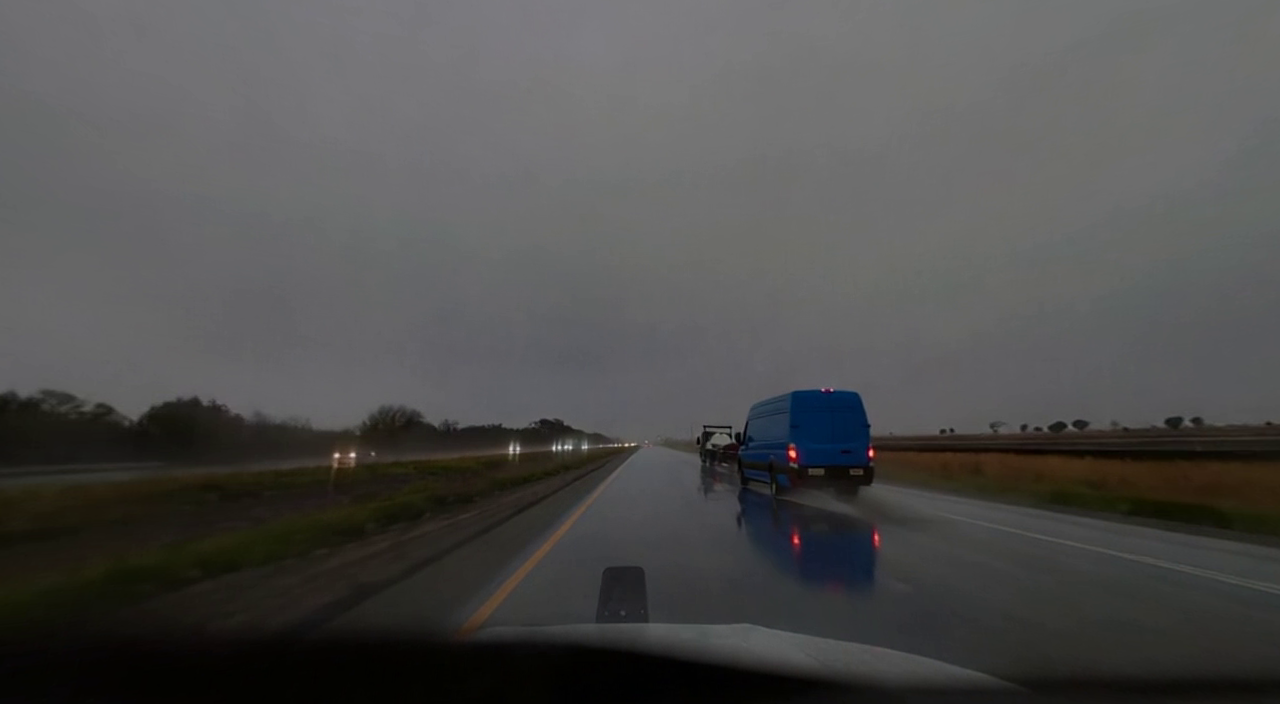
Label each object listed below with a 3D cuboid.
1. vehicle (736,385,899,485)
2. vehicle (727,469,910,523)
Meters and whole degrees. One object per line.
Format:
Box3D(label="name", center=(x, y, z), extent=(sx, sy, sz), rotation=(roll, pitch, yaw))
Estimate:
Box3D(label="vehicle", center=(4.077, 2.127, 15.816), extent=(2.444, 2.053, 5.616), rotation=(0, -9, 0))
Box3D(label="vehicle", center=(4.006, 3.456, 15.773), extent=(2.702, 0.824, 6.391), rotation=(0, -8, -1))
